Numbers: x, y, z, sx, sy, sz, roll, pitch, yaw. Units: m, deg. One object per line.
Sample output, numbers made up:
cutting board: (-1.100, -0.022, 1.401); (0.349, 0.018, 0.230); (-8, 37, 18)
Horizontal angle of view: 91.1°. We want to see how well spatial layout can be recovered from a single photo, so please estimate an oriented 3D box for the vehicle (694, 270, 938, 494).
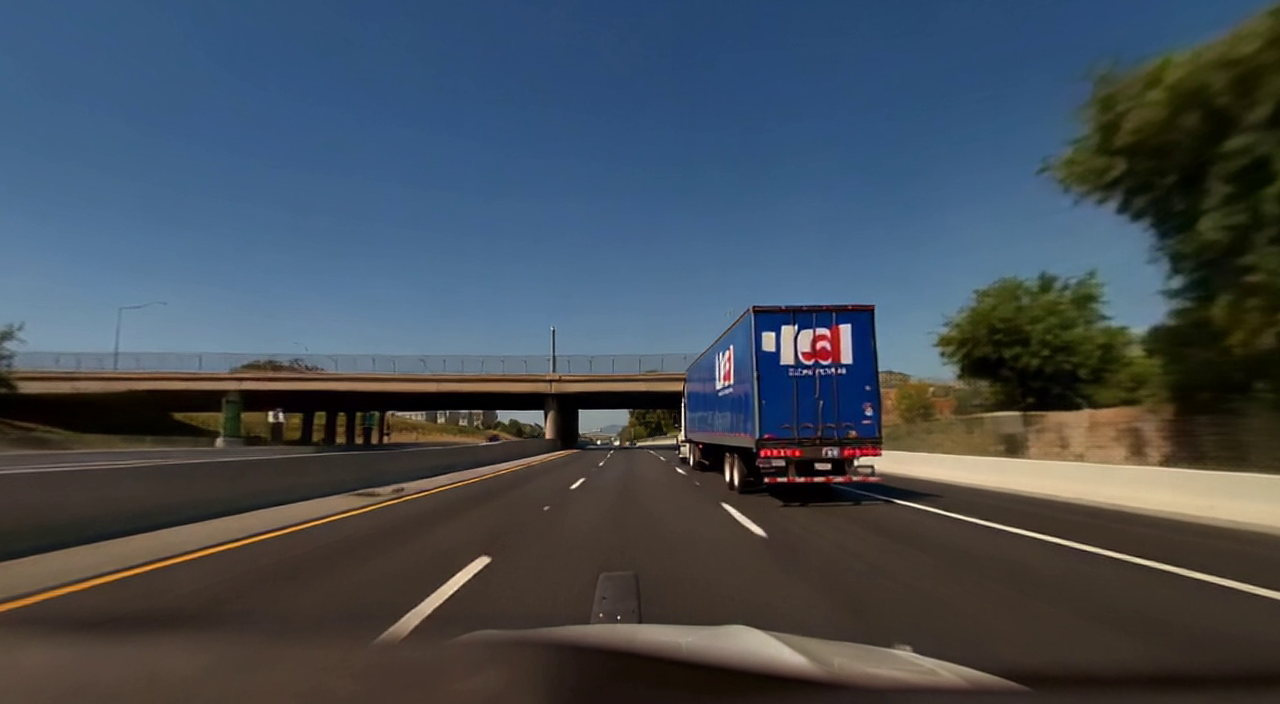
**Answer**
vehicle: (3.869, 1.498, 19.046); (3.034, 4.194, 14.704); (0, -8, 0)
